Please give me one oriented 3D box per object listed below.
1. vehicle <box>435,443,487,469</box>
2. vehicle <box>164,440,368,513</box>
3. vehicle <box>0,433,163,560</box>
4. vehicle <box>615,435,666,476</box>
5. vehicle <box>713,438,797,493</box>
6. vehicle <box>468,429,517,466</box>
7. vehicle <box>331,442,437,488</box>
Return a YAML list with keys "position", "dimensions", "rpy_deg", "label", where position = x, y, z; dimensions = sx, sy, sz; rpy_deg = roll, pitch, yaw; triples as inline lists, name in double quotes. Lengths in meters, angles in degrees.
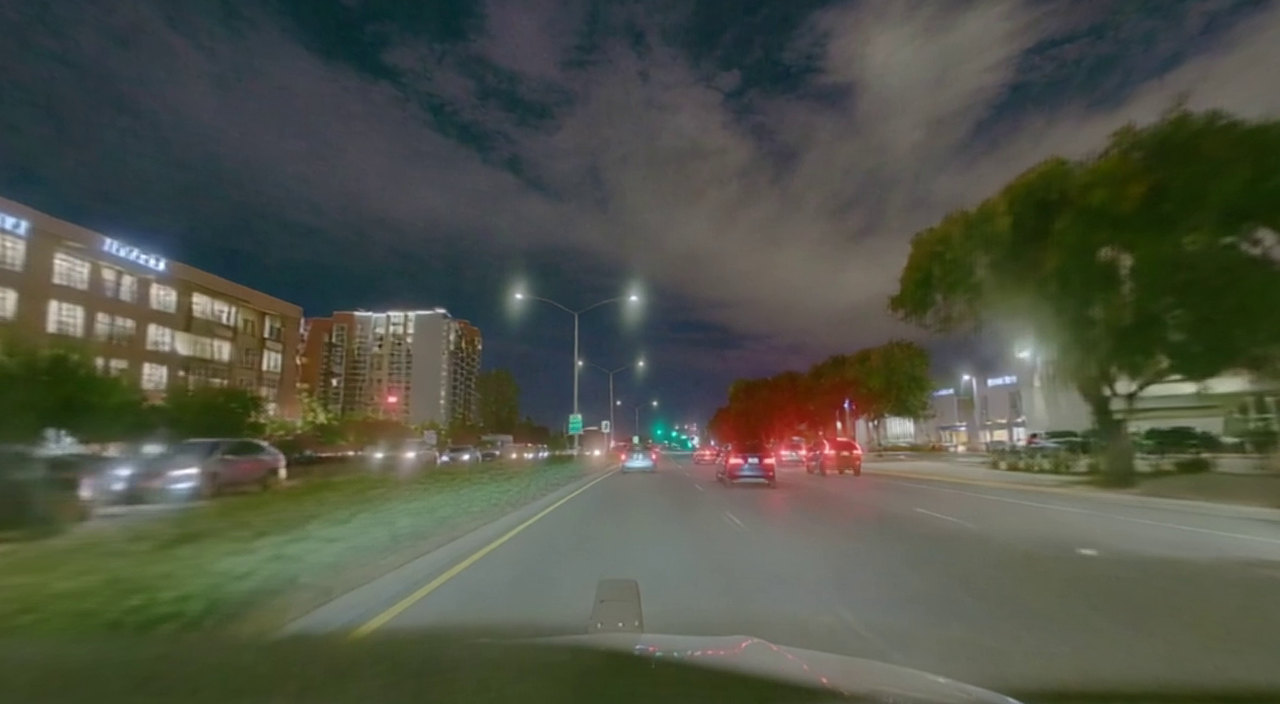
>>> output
- position: [-11.345, 6.617, 40.383]
  dimensions: [1.923, 1.502, 4.422]
  rpy_deg: [0, -9, 1]
  label: "vehicle"
- position: [-8.434, 2.815, 14.861]
  dimensions: [2.007, 1.443, 4.447]
  rpy_deg: [0, -9, 1]
  label: "vehicle"
- position: [-8.478, 1.718, 7.571]
  dimensions: [1.992, 1.465, 4.458]
  rpy_deg: [0, -9, 0]
  label: "vehicle"
- position: [0.068, 4.616, 28.285]
  dimensions: [2.101, 1.694, 3.979]
  rpy_deg: [0, -9, 2]
  label: "vehicle"
- position: [3.426, 3.457, 19.576]
  dimensions: [1.852, 1.498, 3.825]
  rpy_deg: [0, -9, 0]
  label: "vehicle"
- position: [-11.222, 7.299, 48.562]
  dimensions: [2.263, 2.542, 5.913]
  rpy_deg: [-2, -8, 1]
  label: "vehicle"
- position: [-8.908, 3.960, 22.444]
  dimensions: [1.850, 1.447, 4.436]
  rpy_deg: [0, -9, 0]
  label: "vehicle"
